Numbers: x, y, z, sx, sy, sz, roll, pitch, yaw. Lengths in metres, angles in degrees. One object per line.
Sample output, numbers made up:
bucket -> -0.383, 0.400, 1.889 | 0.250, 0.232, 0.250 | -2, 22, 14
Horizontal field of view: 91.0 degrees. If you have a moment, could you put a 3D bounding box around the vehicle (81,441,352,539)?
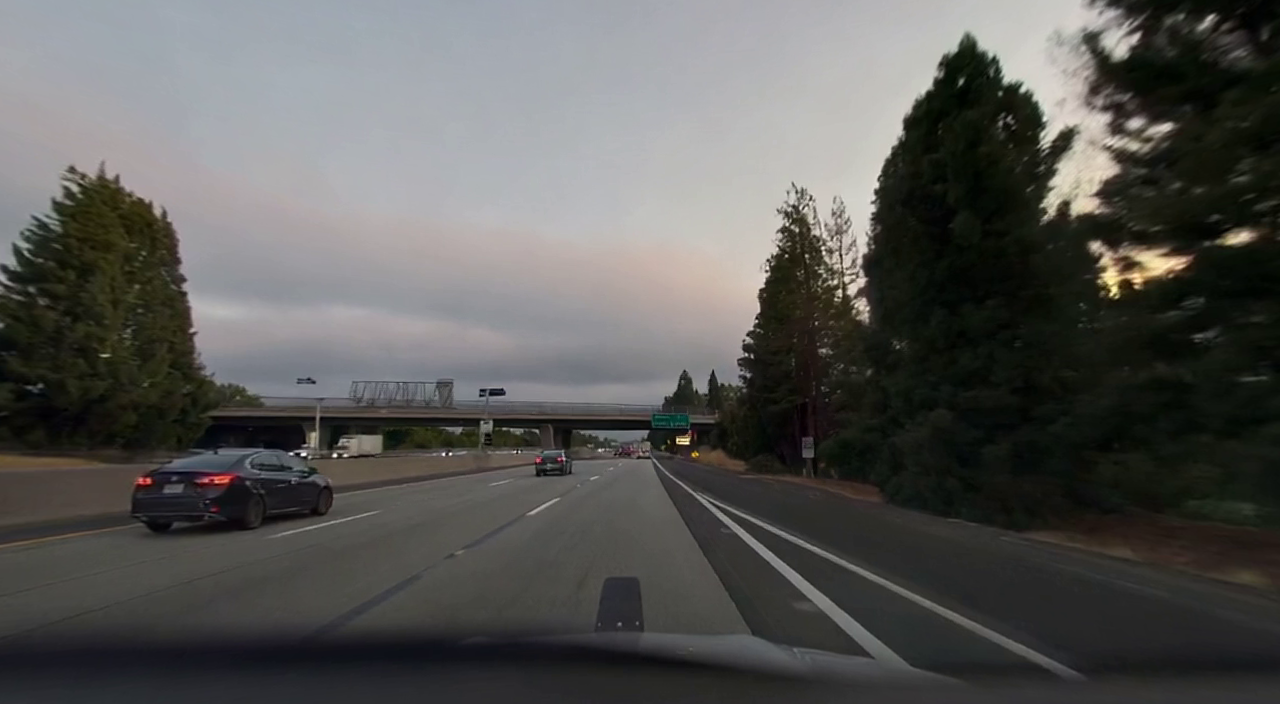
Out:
vehicle -> -7.691, 2.513, 12.201 | 2.002, 1.507, 4.631 | 0, -9, 0

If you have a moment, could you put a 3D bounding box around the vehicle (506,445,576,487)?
vehicle -> -4.062, 4.772, 26.672 | 2.102, 1.571, 4.666 | 0, -9, 1
